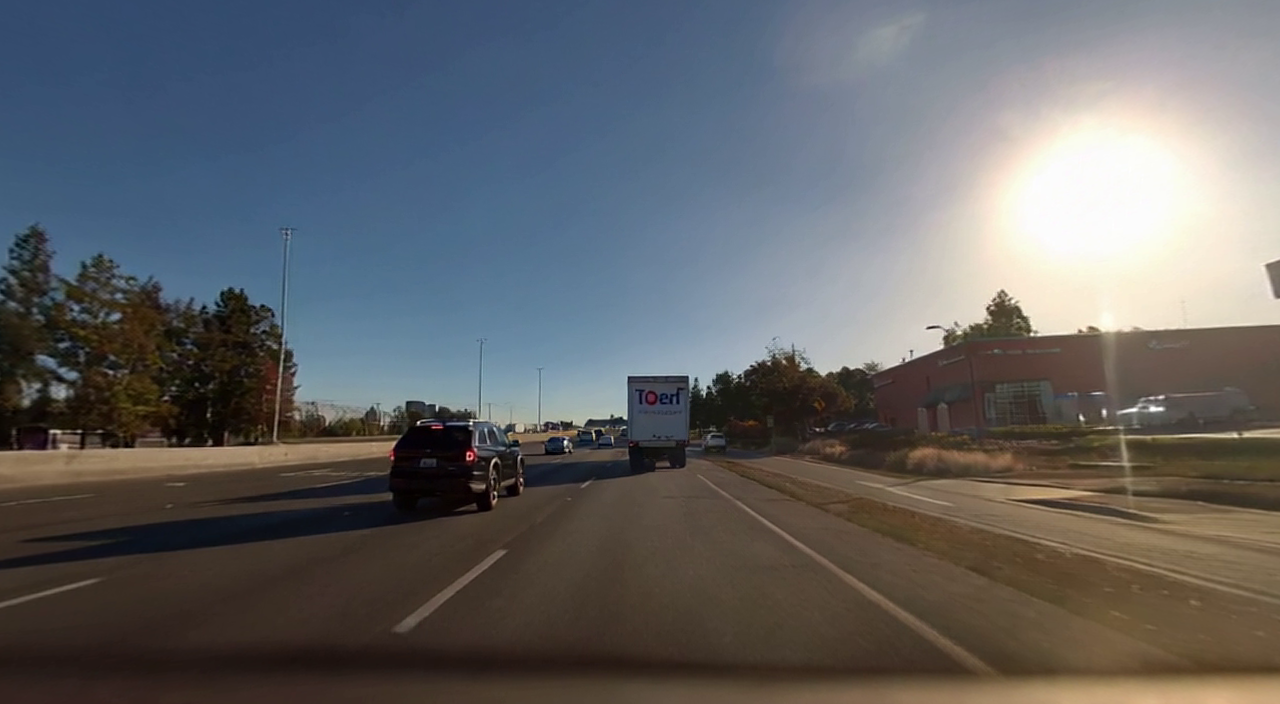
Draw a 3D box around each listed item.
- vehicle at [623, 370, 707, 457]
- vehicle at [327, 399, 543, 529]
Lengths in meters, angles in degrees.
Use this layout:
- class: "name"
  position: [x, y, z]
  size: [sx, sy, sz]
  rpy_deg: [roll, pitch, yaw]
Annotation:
- class: "vehicle"
  position: [1.908, 3.634, 36.960]
  size: [3.657, 4.173, 13.731]
  rpy_deg: [-1, -6, 7]
- class: "vehicle"
  position: [-3.281, 1.937, 11.380]
  size: [2.178, 1.826, 4.933]
  rpy_deg: [0, -8, 1]
